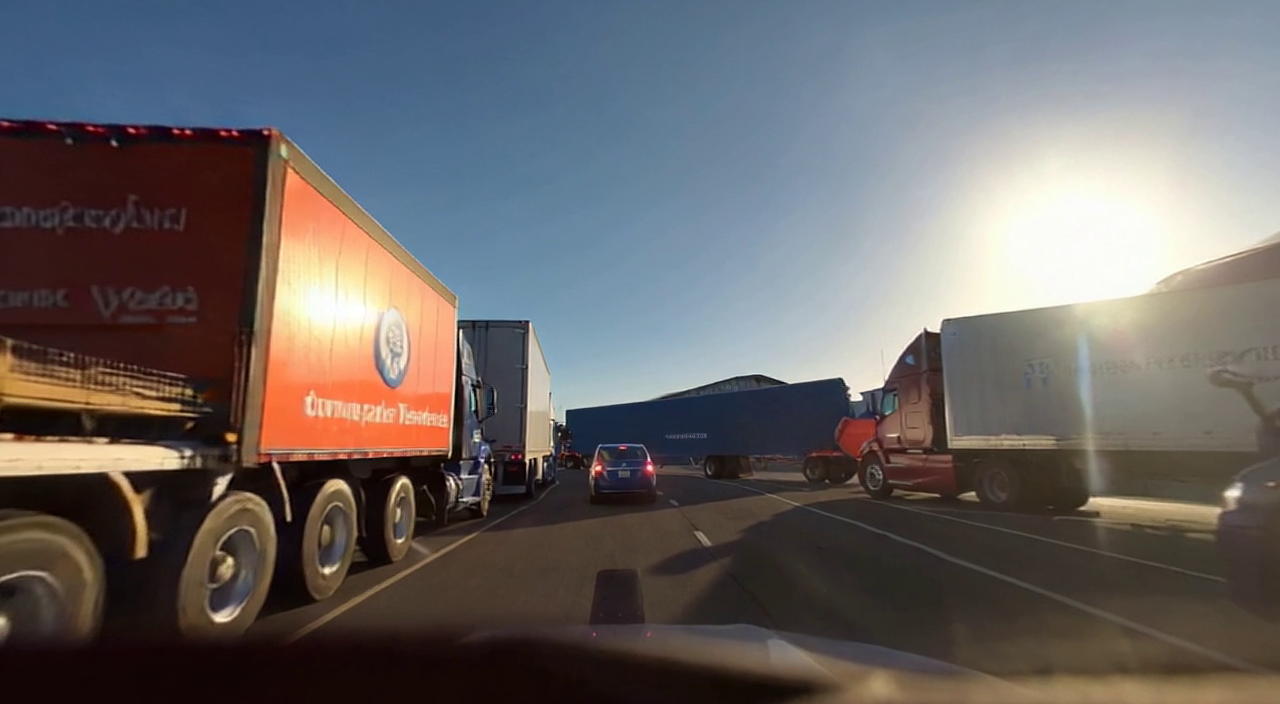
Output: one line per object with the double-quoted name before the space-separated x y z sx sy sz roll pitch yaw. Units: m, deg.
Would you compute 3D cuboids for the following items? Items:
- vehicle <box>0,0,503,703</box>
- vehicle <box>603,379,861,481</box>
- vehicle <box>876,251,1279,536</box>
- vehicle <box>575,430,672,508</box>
"vehicle" -3.986 0.801 7.032 2.986 3.391 9.523 0 -9 -2
"vehicle" 3.722 3.995 32.029 2.877 4.124 14.516 3 -8 -40
"vehicle" 11.120 0.641 9.699 13.564 4.152 3.110 -9 -12 42
"vehicle" -0.392 2.895 15.850 2.140 1.682 3.971 0 -9 -1
